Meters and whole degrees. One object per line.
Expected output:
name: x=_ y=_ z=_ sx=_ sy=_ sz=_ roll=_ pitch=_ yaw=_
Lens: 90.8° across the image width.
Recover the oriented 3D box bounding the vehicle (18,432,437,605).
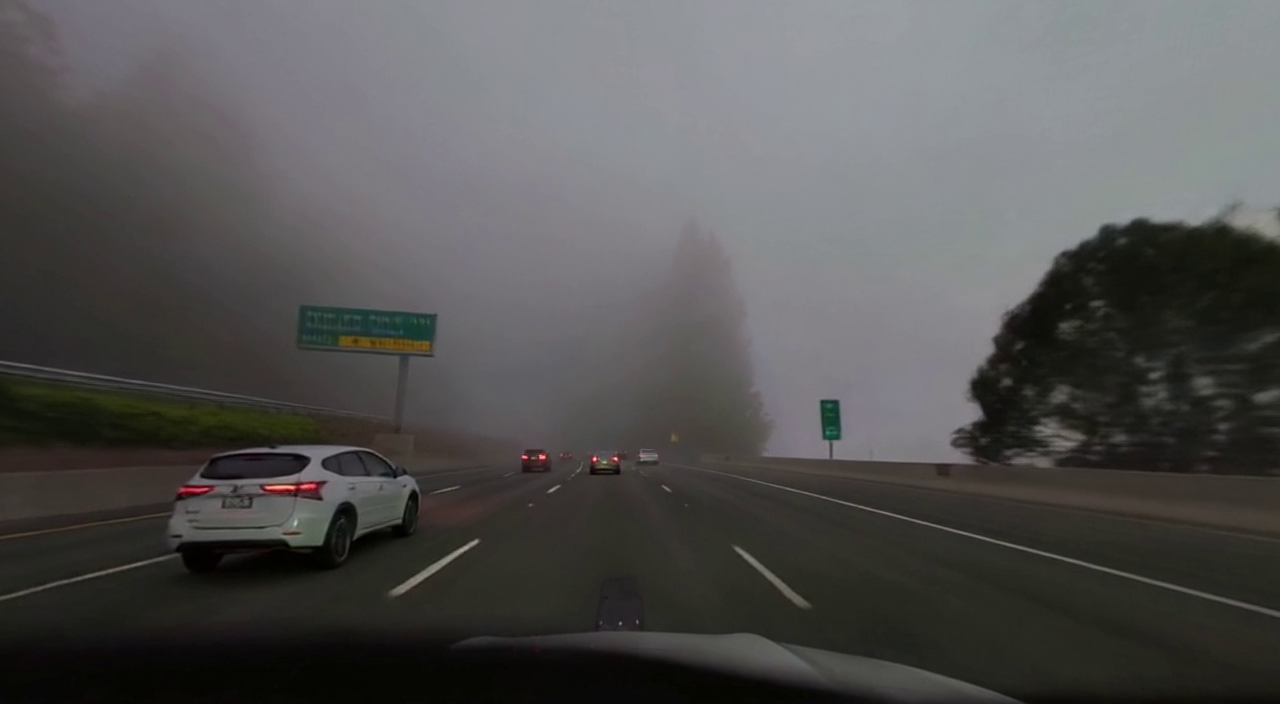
vehicle: x=-4.418 y=1.836 z=8.079 sx=2.049 sy=1.482 sz=4.981 roll=0 pitch=-9 yaw=-1

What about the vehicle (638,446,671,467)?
vehicle: x=1.023 y=7.706 z=46.897 sx=2.021 sy=1.447 sz=3.985 roll=0 pitch=-9 yaw=-4

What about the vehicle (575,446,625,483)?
vehicle: x=-1.683 y=4.725 z=26.884 sx=1.947 sy=1.437 sz=4.345 roll=0 pitch=-9 yaw=-4

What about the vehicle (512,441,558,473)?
vehicle: x=-6.158 y=6.202 z=37.576 sx=2.244 sy=1.755 sz=4.417 roll=0 pitch=-9 yaw=-3
